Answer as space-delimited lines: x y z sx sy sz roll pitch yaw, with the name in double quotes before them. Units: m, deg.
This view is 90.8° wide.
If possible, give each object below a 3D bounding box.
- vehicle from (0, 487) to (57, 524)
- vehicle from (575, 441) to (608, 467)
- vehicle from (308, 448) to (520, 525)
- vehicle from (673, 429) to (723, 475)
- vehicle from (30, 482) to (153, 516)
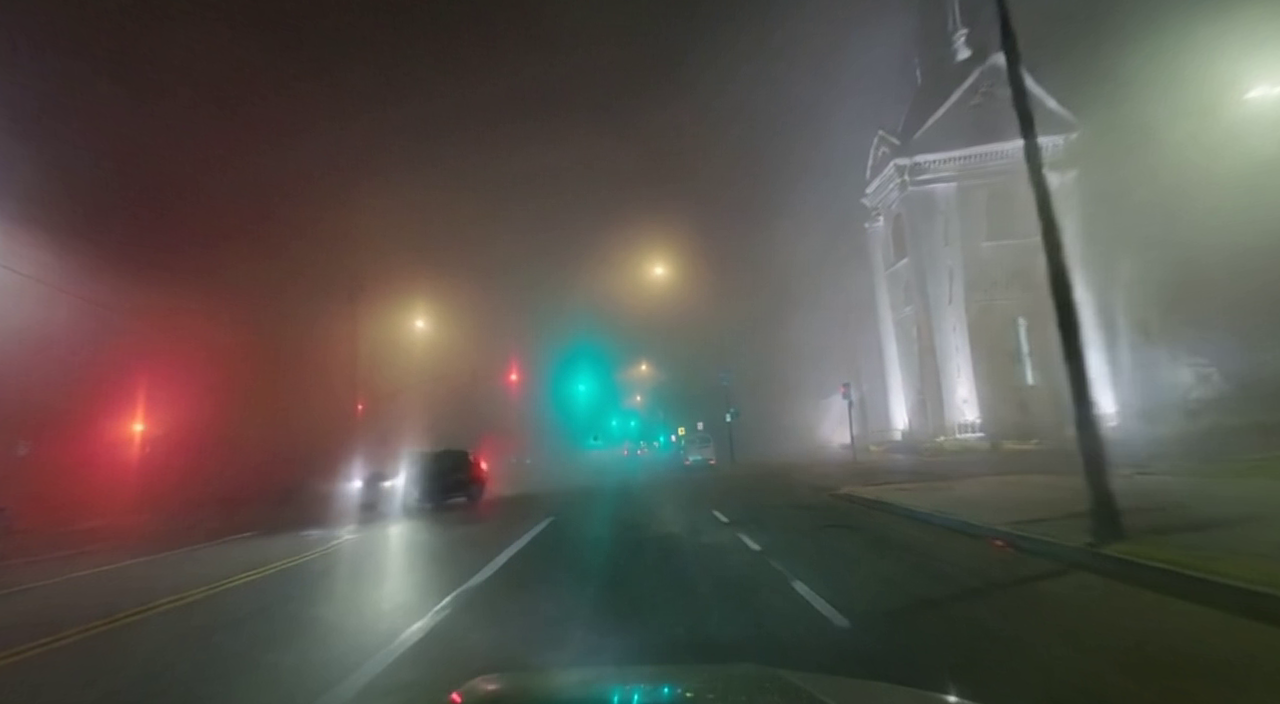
"vehicle" -33.455 8.092 33.404 3.529 1.661 1.695 -1 -5 0
"vehicle" -3.744 7.957 49.589 2.293 1.936 4.737 0 -8 -1
"vehicle" -5.069 3.024 14.951 1.881 1.476 4.620 -5 -10 27
"vehicle" 2.732 4.890 30.955 2.074 2.041 5.045 0 -8 1
"vehicle" -28.943 7.754 33.450 4.439 1.661 2.071 0 -11 -1
